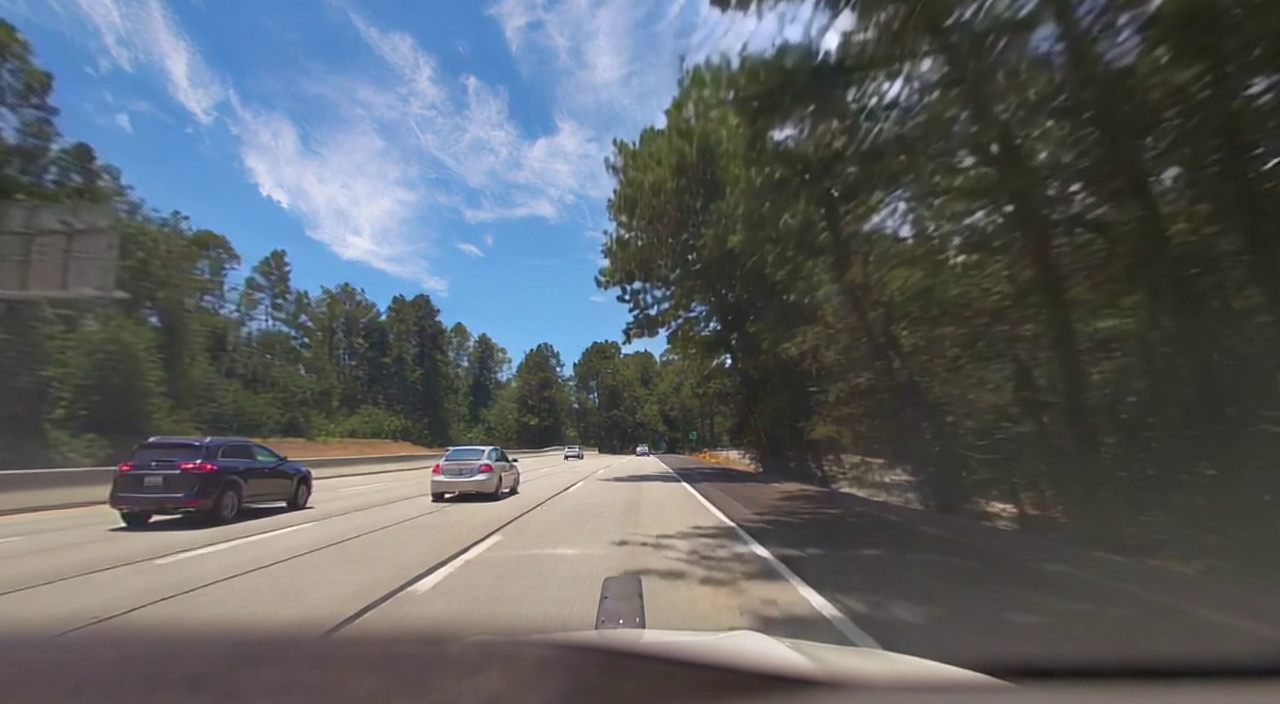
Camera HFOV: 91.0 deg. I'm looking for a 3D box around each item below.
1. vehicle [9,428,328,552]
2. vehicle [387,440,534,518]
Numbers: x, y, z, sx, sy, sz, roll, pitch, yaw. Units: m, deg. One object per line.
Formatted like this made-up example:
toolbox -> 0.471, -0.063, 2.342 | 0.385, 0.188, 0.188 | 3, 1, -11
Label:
vehicle -> -7.269, 2.139, 10.427 | 2.007, 1.616, 4.141 | 0, -9, 1
vehicle -> -4.072, 2.957, 15.246 | 2.104, 1.558, 4.639 | 0, -9, 1
